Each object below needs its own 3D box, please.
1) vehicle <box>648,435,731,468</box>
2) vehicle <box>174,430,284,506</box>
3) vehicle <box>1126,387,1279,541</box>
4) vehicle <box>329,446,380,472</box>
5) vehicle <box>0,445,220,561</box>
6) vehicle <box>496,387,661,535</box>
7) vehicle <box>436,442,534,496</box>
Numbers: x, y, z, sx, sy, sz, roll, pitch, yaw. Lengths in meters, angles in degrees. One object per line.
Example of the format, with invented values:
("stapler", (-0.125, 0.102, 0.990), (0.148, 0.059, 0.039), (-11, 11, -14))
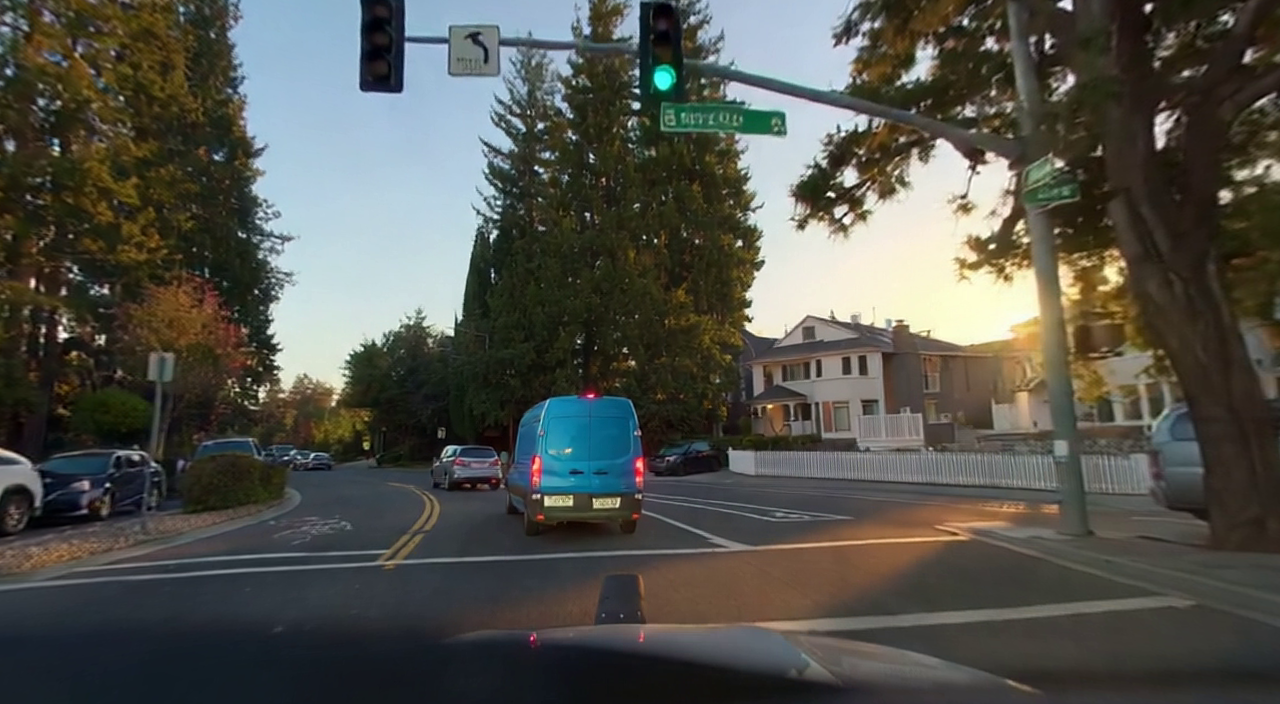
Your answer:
("vehicle", (2.835, 5.619, 35.978), (4.559, 1.754, 1.985), (6, -11, -38))
("vehicle", (-11.901, 3.298, 18.629), (2.228, 1.871, 5.492), (5, -10, -30))
("vehicle", (10.436, 1.437, 8.083), (2.514, 2.026, 6.104), (7, -11, -39))
("vehicle", (-18.095, 6.734, 39.924), (1.911, 1.493, 4.291), (6, -10, -37))
("vehicle", (-8.784, 2.239, 10.193), (1.952, 1.461, 4.377), (2, -9, -15))
("vehicle", (-1.403, 1.952, 11.791), (2.213, 2.124, 4.809), (2, -9, -16))
("vehicle", (-4.891, 3.513, 19.510), (2.008, 1.445, 4.386), (4, -9, -26))
